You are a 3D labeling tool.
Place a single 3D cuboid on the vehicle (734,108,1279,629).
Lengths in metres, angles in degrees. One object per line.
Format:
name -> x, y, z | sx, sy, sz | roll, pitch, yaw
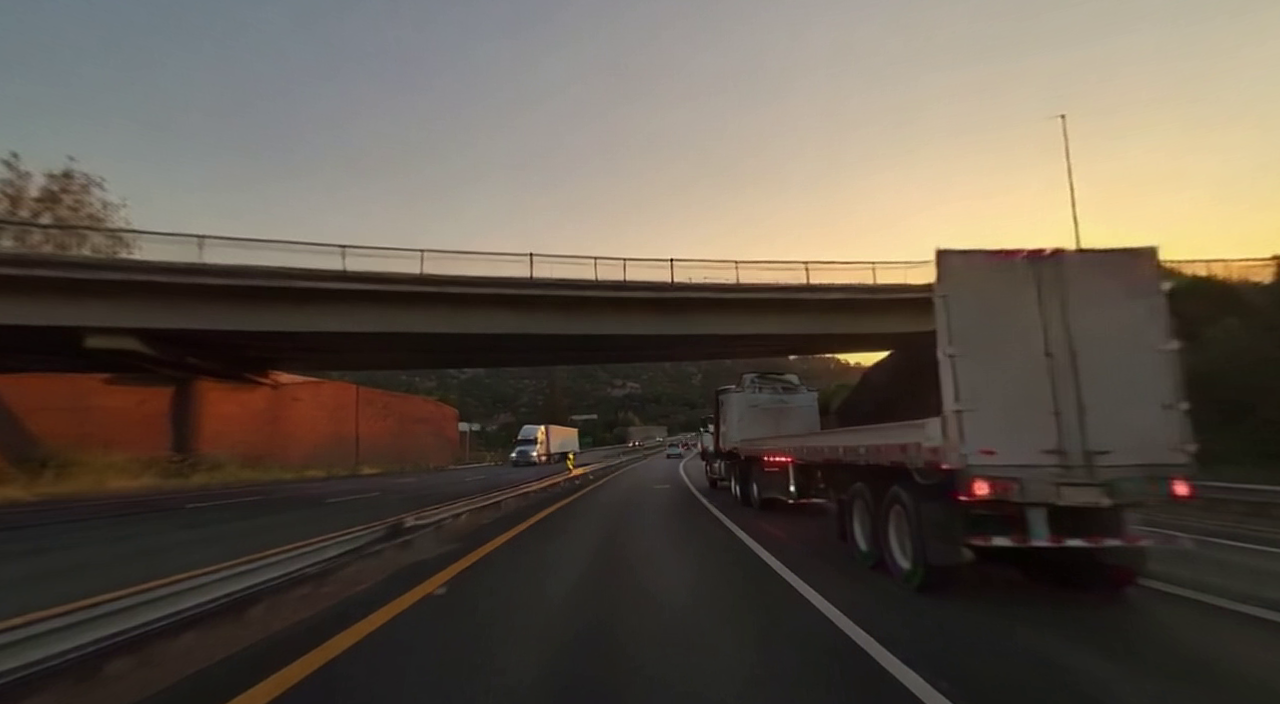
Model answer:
vehicle -> 4.044, 0.964, 11.035 | 2.965, 4.028, 12.529 | 0, -9, 1
